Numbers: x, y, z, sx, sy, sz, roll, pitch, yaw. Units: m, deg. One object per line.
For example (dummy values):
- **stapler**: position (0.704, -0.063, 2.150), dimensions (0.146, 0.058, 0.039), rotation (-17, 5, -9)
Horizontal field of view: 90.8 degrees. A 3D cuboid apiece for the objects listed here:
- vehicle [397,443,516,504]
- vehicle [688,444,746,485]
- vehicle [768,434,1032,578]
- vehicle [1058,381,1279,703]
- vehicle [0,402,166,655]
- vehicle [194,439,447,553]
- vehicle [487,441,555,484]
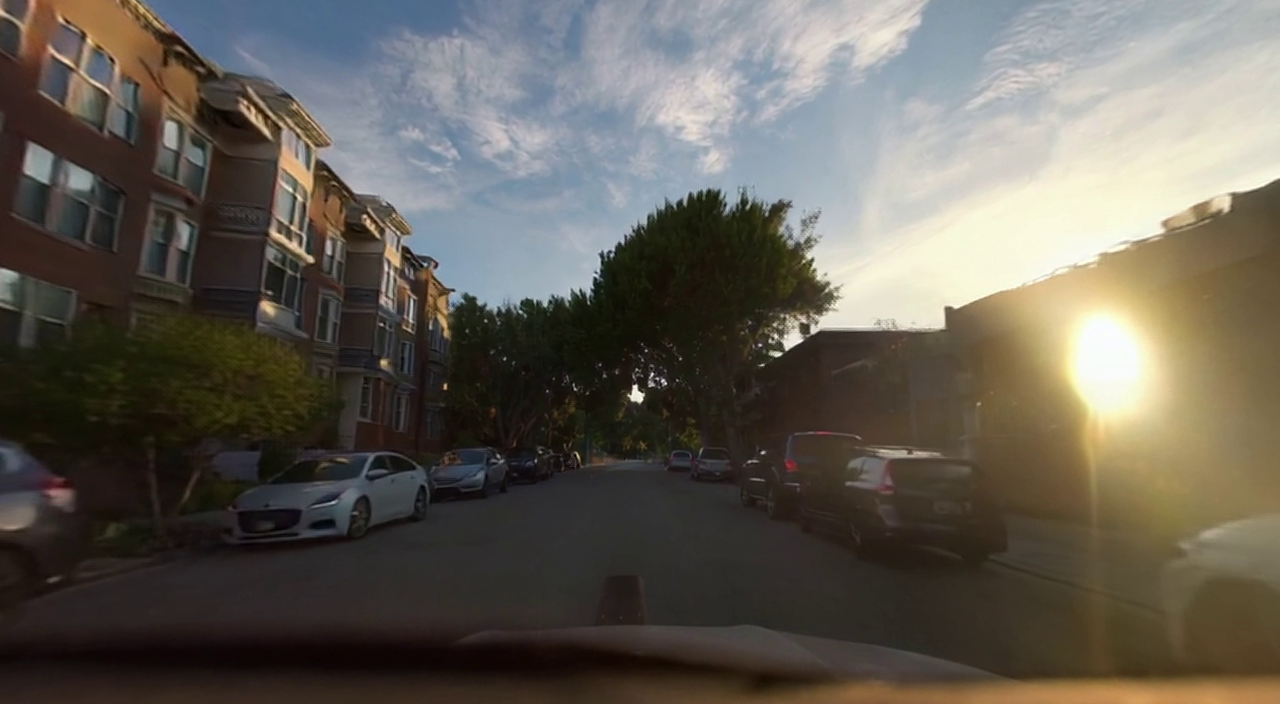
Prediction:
- **vehicle**: position (-6.037, 4.051, 21.695), dimensions (2.431, 1.718, 5.431), rotation (-2, -8, 1)
- **vehicle**: position (3.743, 5.557, 31.598), dimensions (2.137, 1.848, 4.953), rotation (0, -8, -2)
- **vehicle**: position (3.549, 2.168, 9.928), dimensions (1.988, 1.652, 5.017), rotation (0, -8, 0)
- **vehicle**: position (3.774, 0.787, 1.353), dimensions (2.187, 1.699, 5.038), rotation (0, -8, -2)
- **vehicle**: position (-5.556, 1.054, 3.191), dimensions (2.222, 1.735, 5.215), rotation (0, -8, 1)
- **vehicle**: position (-5.699, 2.596, 12.377), dimensions (2.256, 1.590, 5.488), rotation (-3, -8, -2)
- **vehicle**: position (-5.958, 5.585, 32.338), dimensions (2.499, 2.008, 5.293), rotation (0, -8, -1)
